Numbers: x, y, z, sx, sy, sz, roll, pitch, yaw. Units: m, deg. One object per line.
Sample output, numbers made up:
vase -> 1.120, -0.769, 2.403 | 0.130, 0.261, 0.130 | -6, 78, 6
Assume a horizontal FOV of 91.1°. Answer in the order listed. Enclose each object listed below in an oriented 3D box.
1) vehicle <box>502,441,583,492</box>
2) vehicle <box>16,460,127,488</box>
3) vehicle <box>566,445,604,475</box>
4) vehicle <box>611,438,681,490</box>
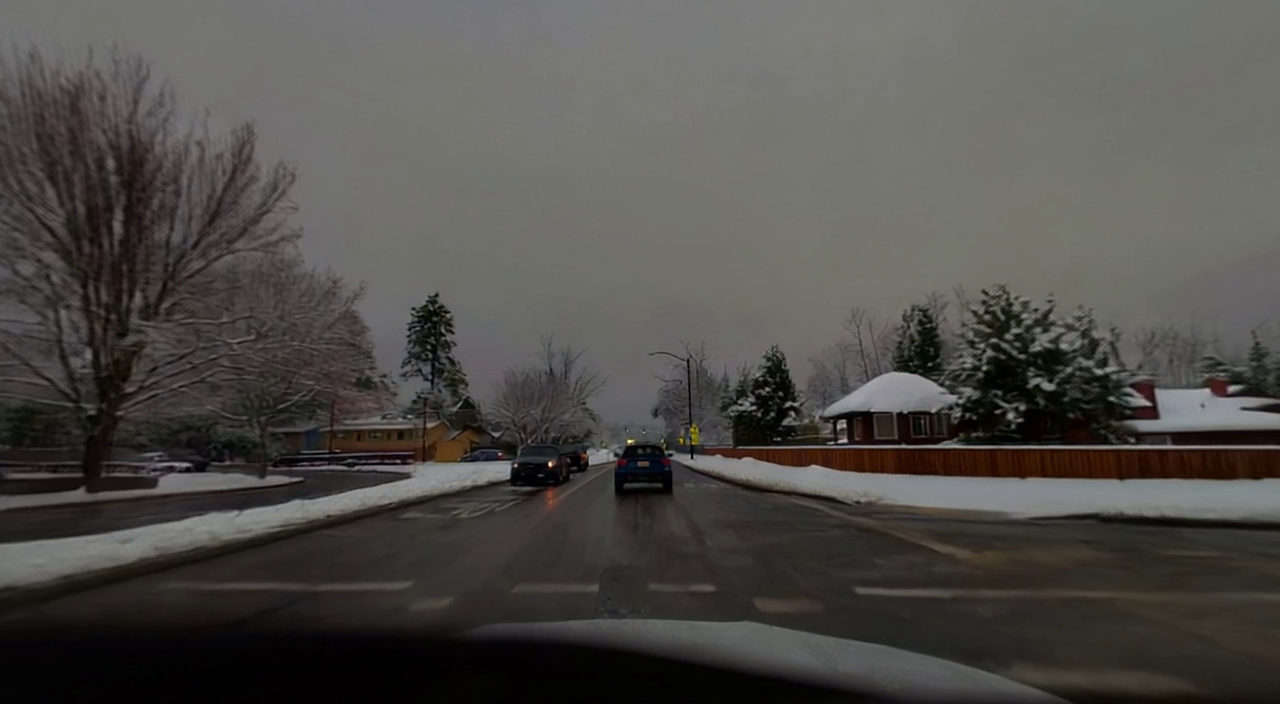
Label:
vehicle -> -3.500, 4.186, 23.557 | 2.067, 1.546, 4.988 | 2, -7, 2
vehicle -> -36.644, 7.861, 40.605 | 4.724, 1.597, 2.191 | 2, -9, -10
vehicle -> -3.141, 6.034, 35.406 | 1.986, 1.561, 3.805 | 1, -9, -6
vehicle -> 0.187, 3.954, 22.488 | 2.290, 1.653, 4.127 | 0, -9, 0
